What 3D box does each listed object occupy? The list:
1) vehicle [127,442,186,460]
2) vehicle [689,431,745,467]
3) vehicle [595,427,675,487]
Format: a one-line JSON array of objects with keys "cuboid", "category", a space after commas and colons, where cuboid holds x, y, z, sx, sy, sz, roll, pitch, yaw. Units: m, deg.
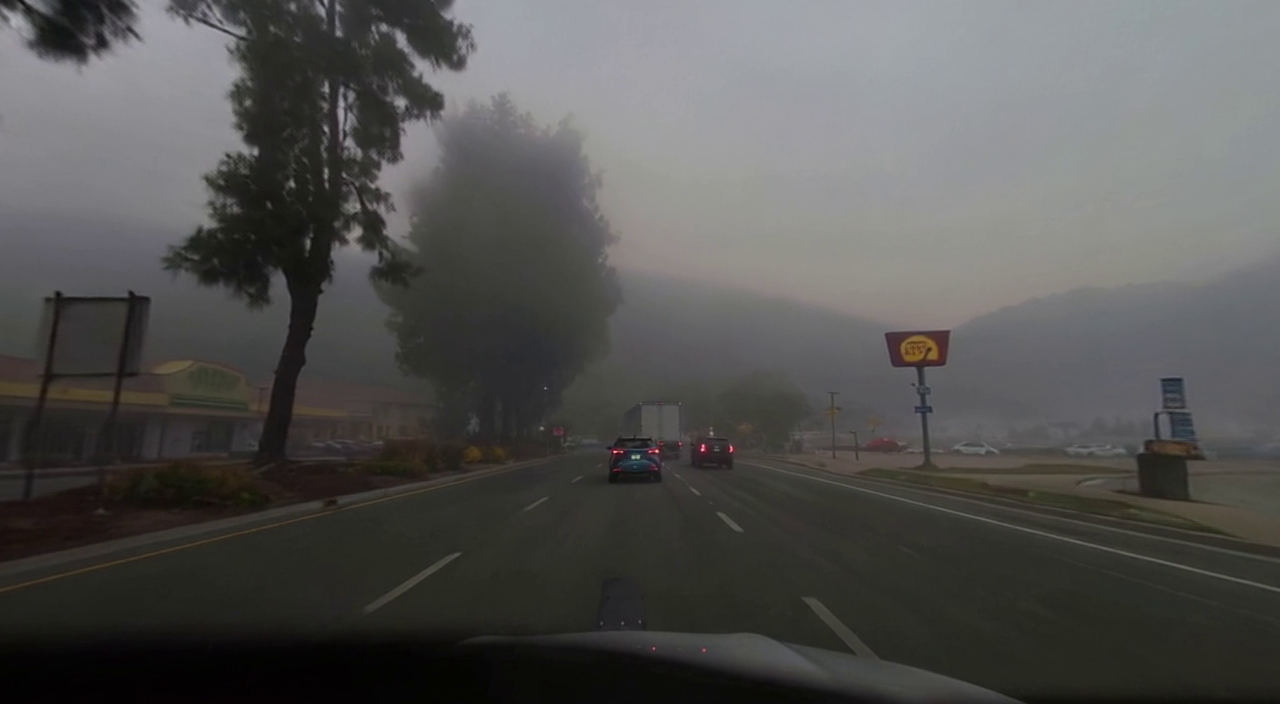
[{"cuboid": [-36.497, 7.491, 47.476, 3.245, 1.338, 1.536, 4, -9, -27], "category": "vehicle"}, {"cuboid": [3.663, 4.725, 30.702, 2.088, 1.655, 4.360, 0, -8, -1], "category": "vehicle"}, {"cuboid": [-0.162, 3.190, 19.373, 2.193, 1.651, 3.946, 0, -8, -1], "category": "vehicle"}]
